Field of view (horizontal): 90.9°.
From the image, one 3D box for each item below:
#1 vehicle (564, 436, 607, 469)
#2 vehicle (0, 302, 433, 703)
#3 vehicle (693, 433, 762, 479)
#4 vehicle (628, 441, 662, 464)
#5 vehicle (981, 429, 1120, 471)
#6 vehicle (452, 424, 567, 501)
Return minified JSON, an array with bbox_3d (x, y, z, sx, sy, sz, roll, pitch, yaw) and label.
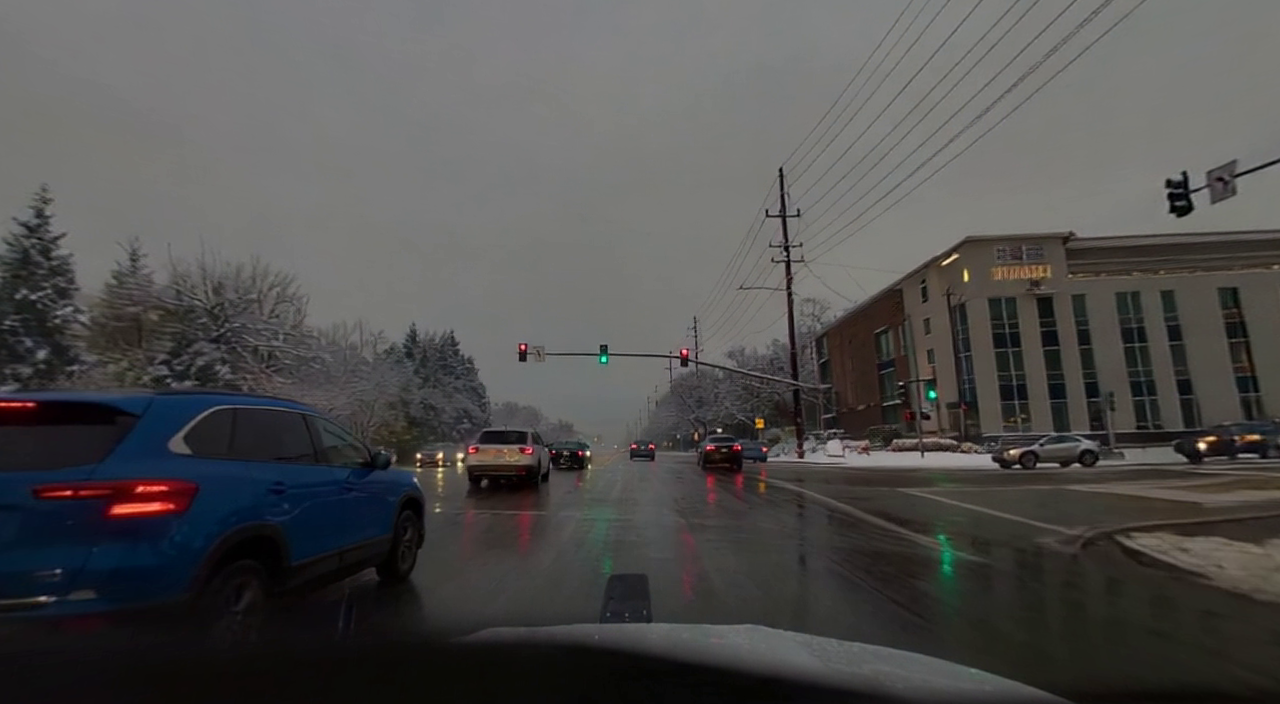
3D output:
[{"bbox_3d":[-2.916,5.520,34.643,1.900,1.677,4.128,0,-8,2],"label":"vehicle"},{"bbox_3d":[-3.153,1.017,4.052,2.127,1.754,4.287,0,-8,1],"label":"vehicle"},{"bbox_3d":[3.545,4.332,26.425,2.201,1.734,4.564,0,-8,-1],"label":"vehicle"},{"bbox_3d":[0.370,6.870,43.192,2.185,1.515,4.215,0,-8,1],"label":"vehicle"},{"bbox_3d":[16.332,3.931,25.300,4.119,1.574,2.028,-1,-9,8],"label":"vehicle"},{"bbox_3d":[-3.230,2.842,16.566,1.958,1.744,4.315,0,-8,2],"label":"vehicle"}]
